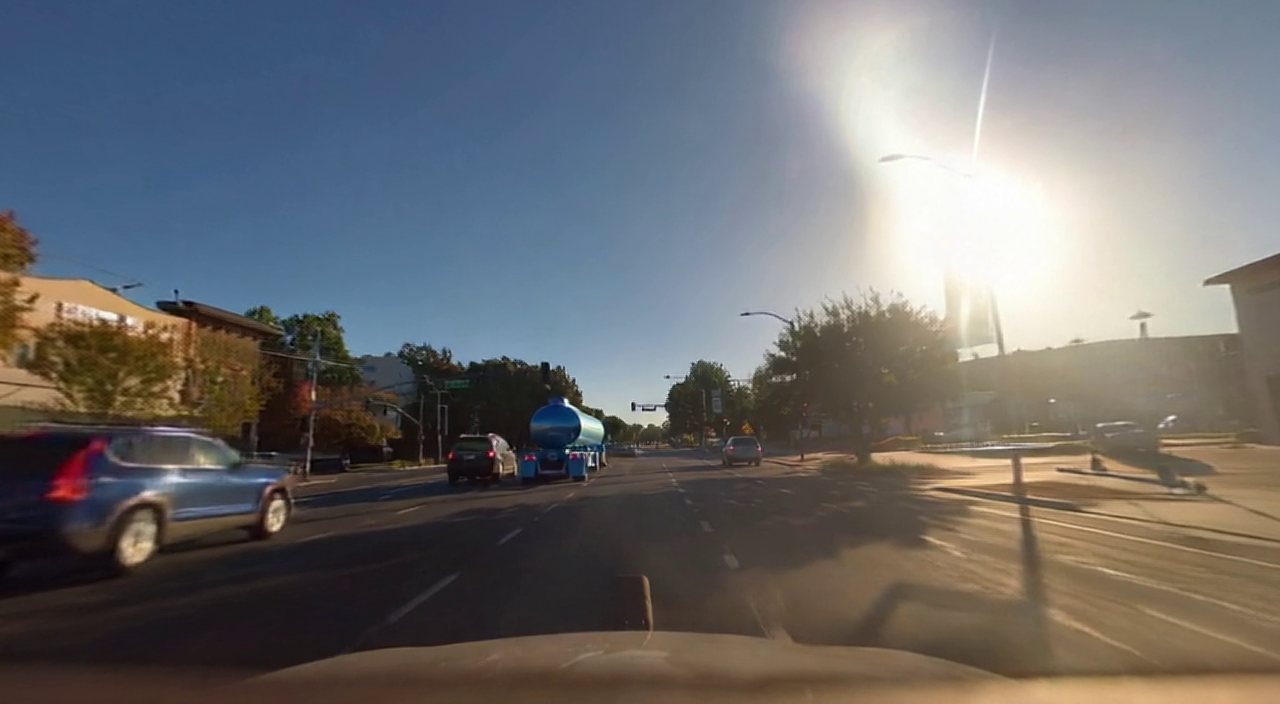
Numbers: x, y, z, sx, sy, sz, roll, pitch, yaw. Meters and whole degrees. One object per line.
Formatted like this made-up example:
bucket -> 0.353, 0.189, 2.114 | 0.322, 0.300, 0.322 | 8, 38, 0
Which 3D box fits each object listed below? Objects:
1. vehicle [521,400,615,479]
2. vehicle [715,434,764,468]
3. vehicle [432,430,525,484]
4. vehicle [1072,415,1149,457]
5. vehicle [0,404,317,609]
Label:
vehicle -> -3.071, 4.456, 31.713 | 2.841, 3.004, 14.901 | 0, -8, 1
vehicle -> 5.997, 6.055, 38.699 | 2.093, 1.926, 4.749 | 0, -8, -2
vehicle -> -6.508, 4.316, 26.259 | 2.375, 1.989, 5.497 | 0, -8, 1
vehicle -> 23.326, 4.184, 31.117 | 2.380, 1.890, 5.620 | -8, -11, 41
vehicle -> -6.369, 1.676, 7.816 | 2.179, 1.750, 4.621 | 0, -8, 1
